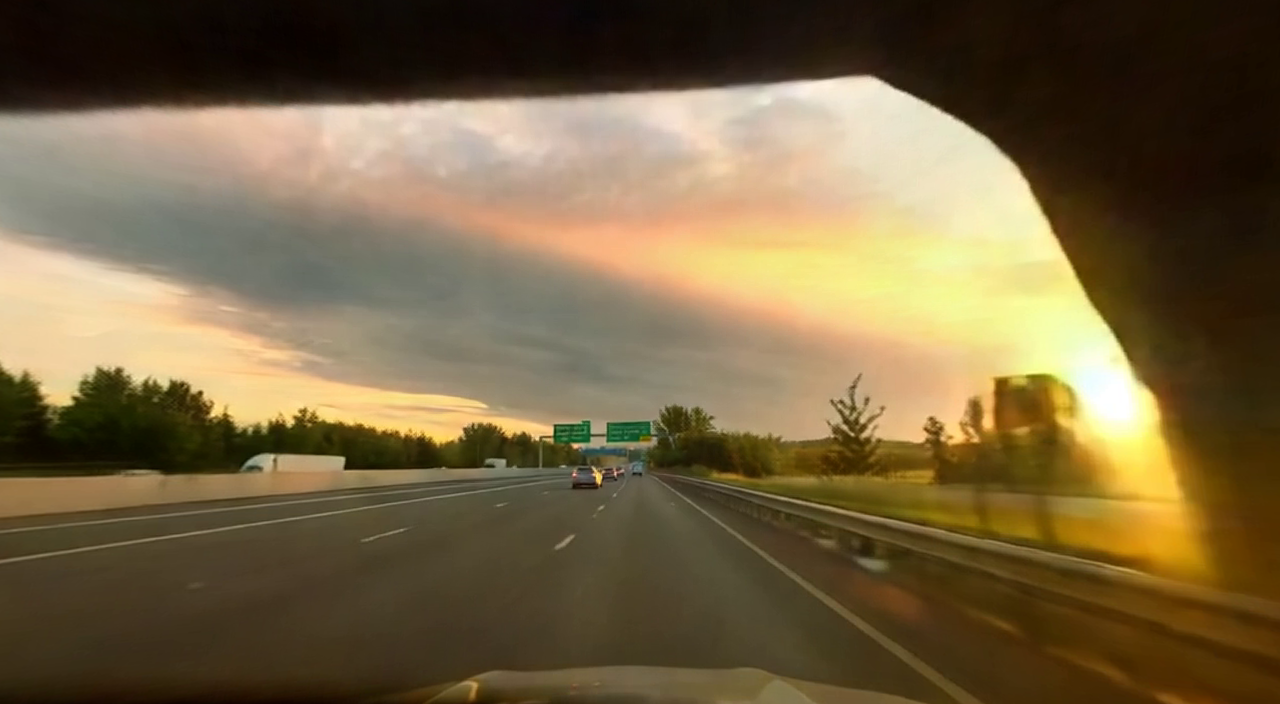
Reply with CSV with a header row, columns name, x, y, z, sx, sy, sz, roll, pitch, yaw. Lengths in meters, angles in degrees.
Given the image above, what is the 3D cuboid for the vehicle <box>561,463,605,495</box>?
name,x,y,z,sx,sy,sz,roll,pitch,yaw
vehicle,-3.163,7.193,35.667,2.092,1.642,3.895,1,-11,0

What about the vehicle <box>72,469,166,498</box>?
name,x,y,z,sx,sy,sz,roll,pitch,yaw
vehicle,-29.477,7.438,35.796,1.813,1.479,4.028,1,-11,0
